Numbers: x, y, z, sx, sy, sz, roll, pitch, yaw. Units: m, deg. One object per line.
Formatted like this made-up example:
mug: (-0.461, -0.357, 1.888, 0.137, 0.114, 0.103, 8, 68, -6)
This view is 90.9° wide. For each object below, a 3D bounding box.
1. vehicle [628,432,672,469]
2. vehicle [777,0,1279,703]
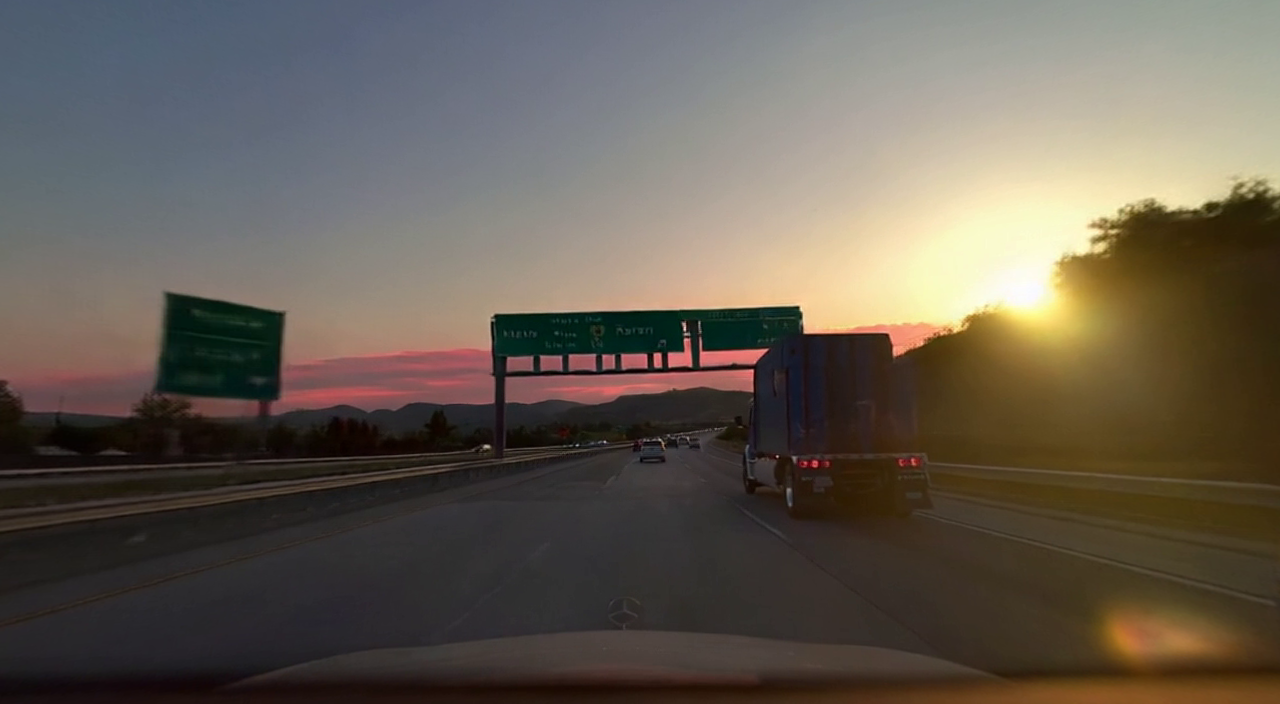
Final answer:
vehicle: (0.545, 5.327, 34.216, 2.205, 1.860, 4.301, -1, -8, 1)
vehicle: (3.930, -0.106, 3.716, 3.019, 4.145, 16.453, -1, -8, 2)
